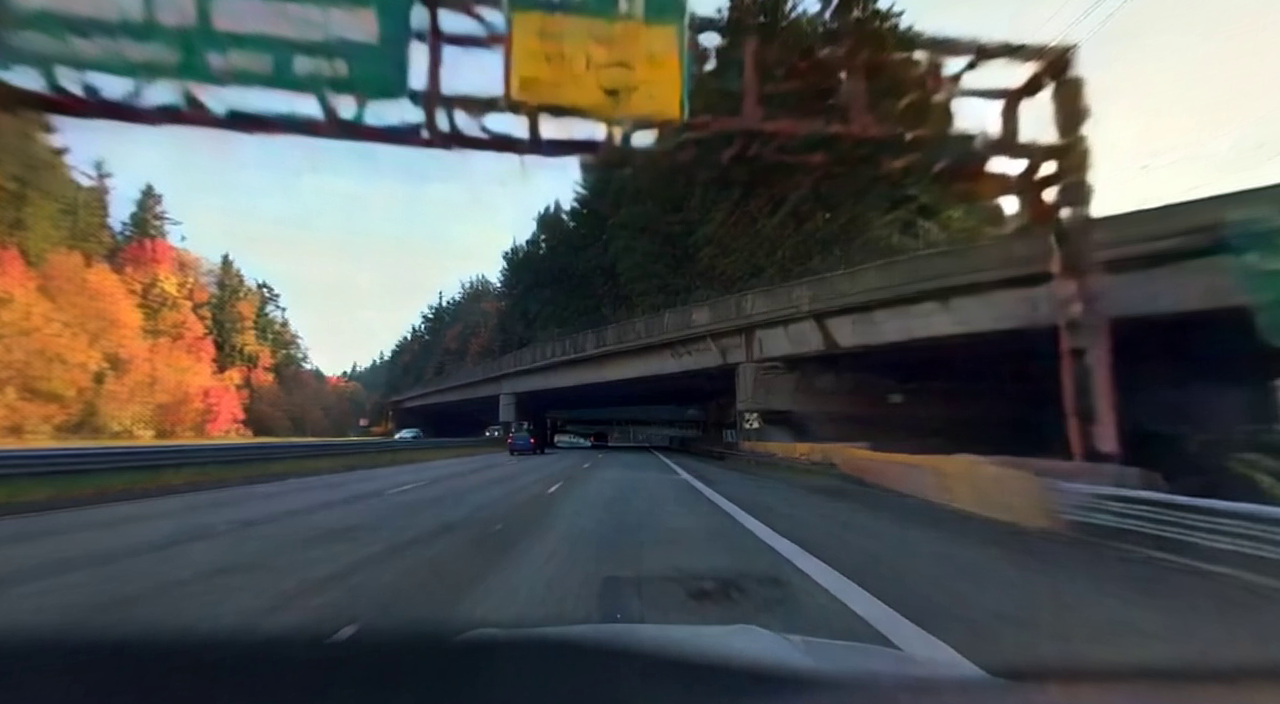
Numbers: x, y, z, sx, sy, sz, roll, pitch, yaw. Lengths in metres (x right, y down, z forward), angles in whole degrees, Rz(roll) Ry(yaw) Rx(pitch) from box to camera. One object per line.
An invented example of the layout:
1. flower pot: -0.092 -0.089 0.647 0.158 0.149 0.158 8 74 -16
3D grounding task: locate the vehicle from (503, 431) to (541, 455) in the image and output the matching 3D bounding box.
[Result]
1. vehicle: -8.654 6.686 46.429 1.987 1.677 4.580 0 -8 0
